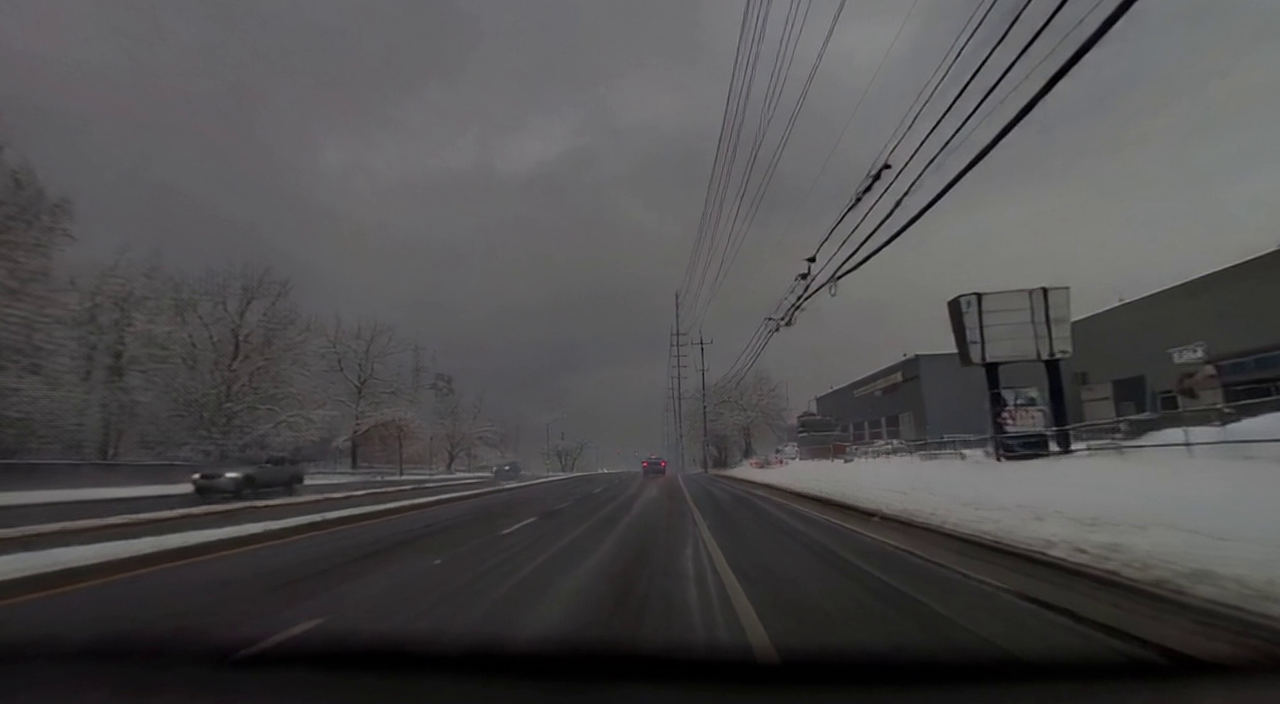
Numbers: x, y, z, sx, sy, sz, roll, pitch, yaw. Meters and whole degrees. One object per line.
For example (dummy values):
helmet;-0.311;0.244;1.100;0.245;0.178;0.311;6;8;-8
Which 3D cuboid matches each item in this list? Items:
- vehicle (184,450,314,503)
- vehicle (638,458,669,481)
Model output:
vehicle;-14.082;4.469;23.004;1.942;1.710;4.167;-1;-9;2
vehicle;1.012;8.420;45.273;2.114;1.492;4.453;0;-9;2
